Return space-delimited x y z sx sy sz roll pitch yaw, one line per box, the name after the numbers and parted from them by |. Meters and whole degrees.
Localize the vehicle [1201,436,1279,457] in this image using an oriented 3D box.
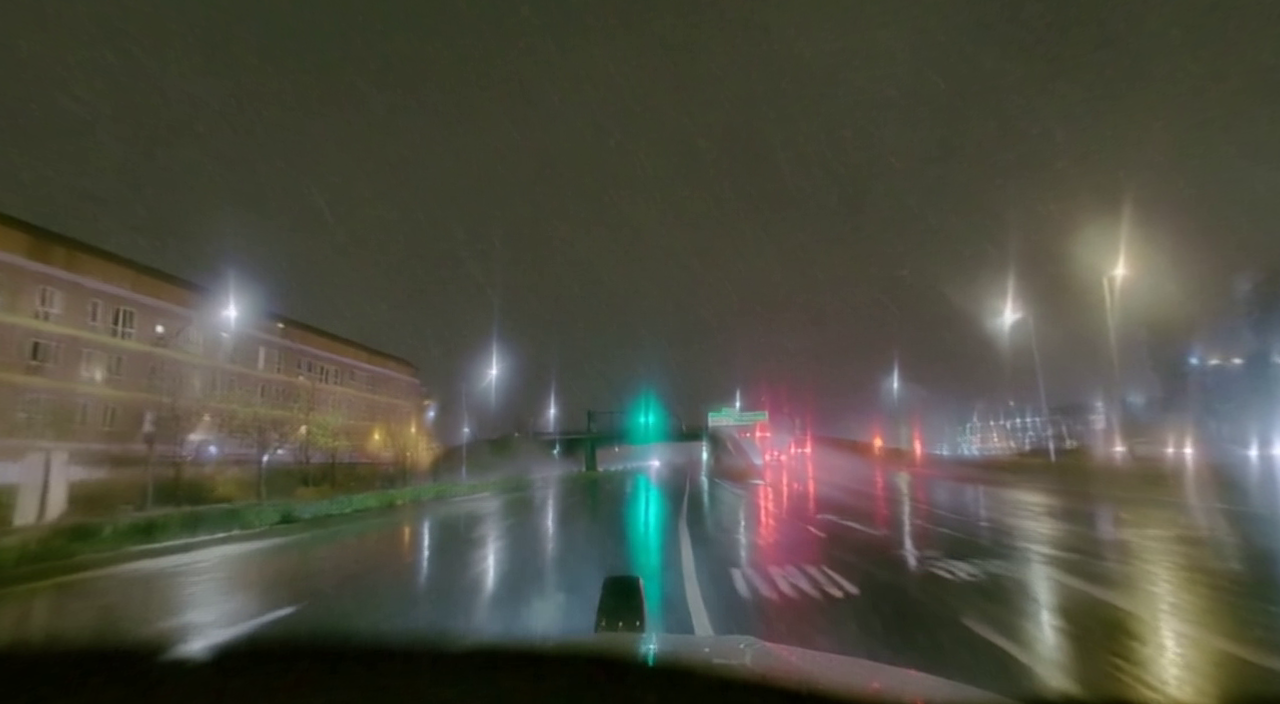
43.319 6.760 45.004 1.776 1.432 4.541 4 -9 -22 | vehicle

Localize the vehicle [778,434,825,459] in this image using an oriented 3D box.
10.356 6.091 40.833 2.048 1.516 3.874 0 -9 1 | vehicle
